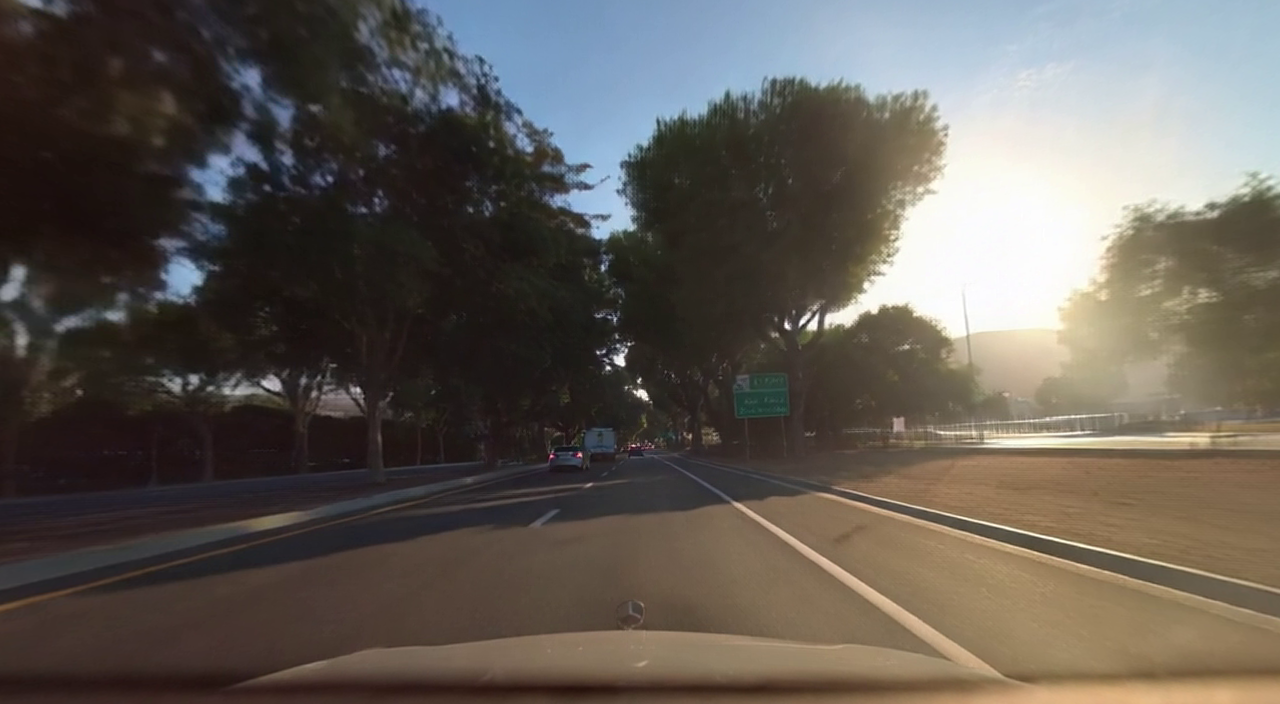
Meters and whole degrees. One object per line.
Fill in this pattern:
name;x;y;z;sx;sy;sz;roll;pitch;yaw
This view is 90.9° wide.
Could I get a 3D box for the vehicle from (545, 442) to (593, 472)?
vehicle;-3.689;5.543;33.511;2.005;1.462;4.345;0;-8;1
